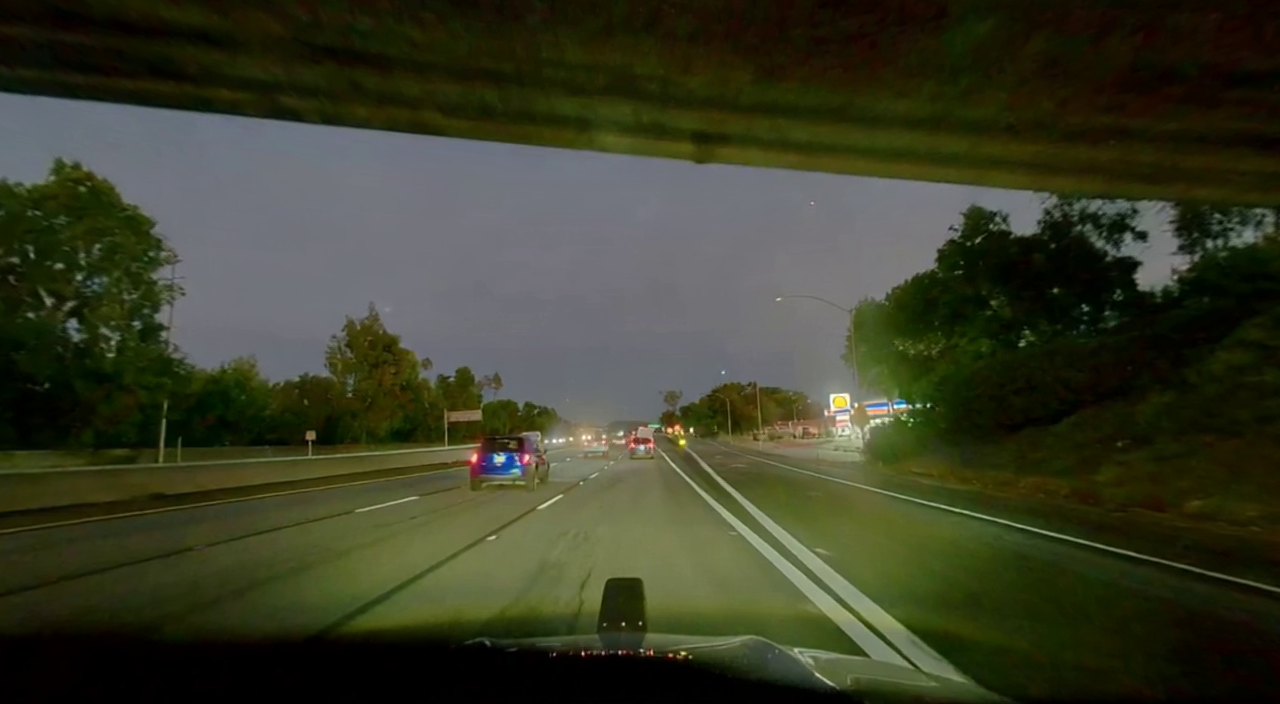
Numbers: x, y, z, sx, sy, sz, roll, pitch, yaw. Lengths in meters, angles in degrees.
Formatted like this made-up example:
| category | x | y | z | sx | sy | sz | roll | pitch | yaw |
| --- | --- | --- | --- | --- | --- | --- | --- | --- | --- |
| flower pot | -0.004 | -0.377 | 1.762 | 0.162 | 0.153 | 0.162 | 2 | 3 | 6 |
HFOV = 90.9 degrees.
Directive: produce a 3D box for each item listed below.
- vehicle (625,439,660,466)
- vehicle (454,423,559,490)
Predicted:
| category | x | y | z | sx | sy | sz | roll | pitch | yaw |
| --- | --- | --- | --- | --- | --- | --- | --- | --- | --- |
| vehicle | 0.128 | 6.004 | 37.735 | 1.982 | 1.524 | 3.800 | 0 | -8 | -1 |
| vehicle | -4.127 | 3.333 | 20.413 | 2.273 | 1.884 | 4.515 | 0 | -8 | 2 |
